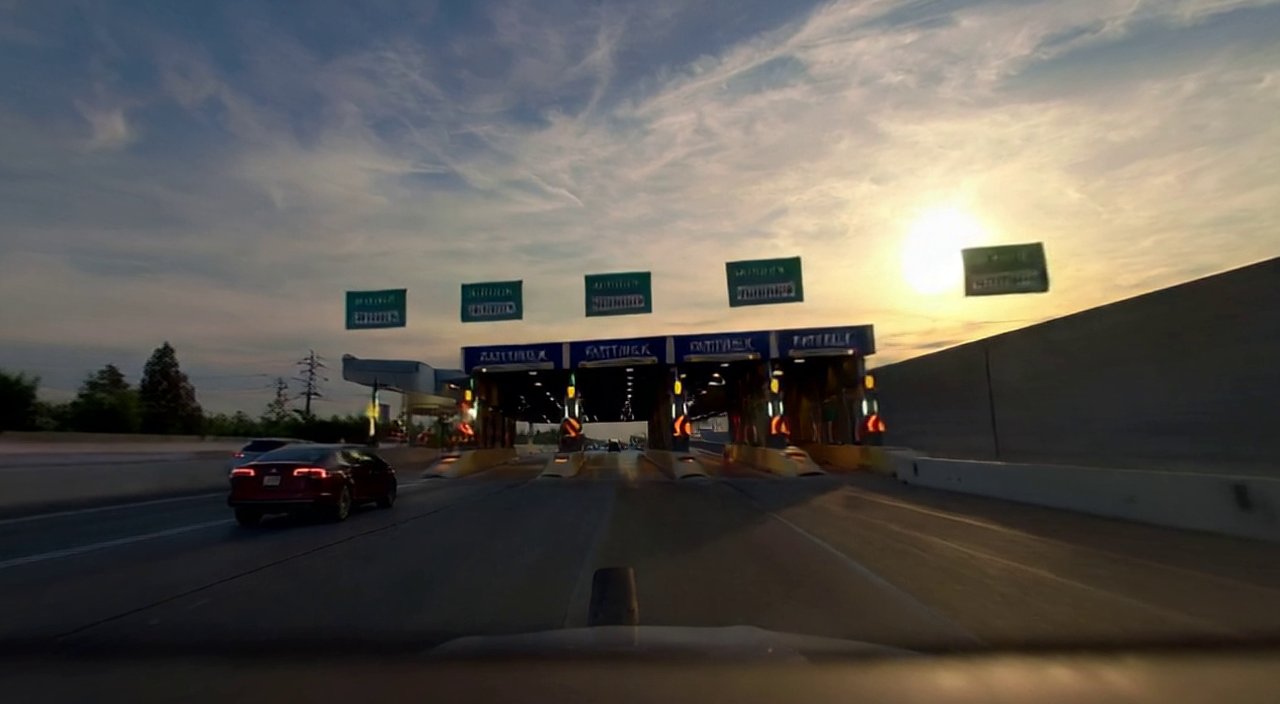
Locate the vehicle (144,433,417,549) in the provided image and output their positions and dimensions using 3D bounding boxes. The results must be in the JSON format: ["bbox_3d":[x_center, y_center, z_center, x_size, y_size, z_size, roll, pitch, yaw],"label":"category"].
[{"bbox_3d":[-5.379,2.104,10.312,1.981,1.465,4.334,0,-8,-1],"label":"vehicle"}]
